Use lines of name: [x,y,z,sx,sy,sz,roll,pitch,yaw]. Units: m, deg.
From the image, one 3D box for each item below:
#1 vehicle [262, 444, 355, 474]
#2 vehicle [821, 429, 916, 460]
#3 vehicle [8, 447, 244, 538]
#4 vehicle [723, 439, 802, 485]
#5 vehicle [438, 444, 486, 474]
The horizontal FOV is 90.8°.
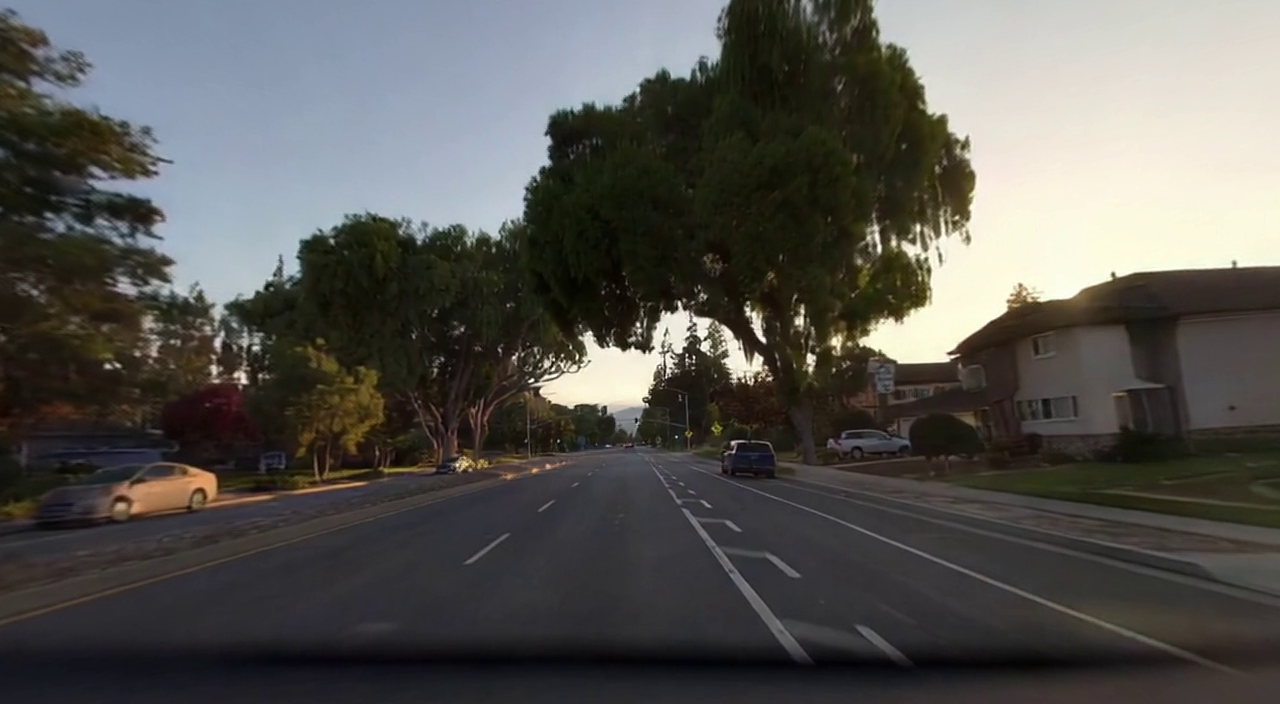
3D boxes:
vehicle: [-20.623,6.657,39.461,4.615,1.636,2.052,2,-8,4]
vehicle: [13.417,5.461,37.291,4.852,1.760,1.999,0,-9,5]
vehicle: [-12.387,3.342,15.808,2.034,1.646,4.808,-4,-7,-2]
vehicle: [4.452,4.127,23.824,2.000,1.520,4.943,0,-9,0]
vehicle: [-12.576,7.563,44.917,2.129,1.756,4.574,-2,-7,0]
